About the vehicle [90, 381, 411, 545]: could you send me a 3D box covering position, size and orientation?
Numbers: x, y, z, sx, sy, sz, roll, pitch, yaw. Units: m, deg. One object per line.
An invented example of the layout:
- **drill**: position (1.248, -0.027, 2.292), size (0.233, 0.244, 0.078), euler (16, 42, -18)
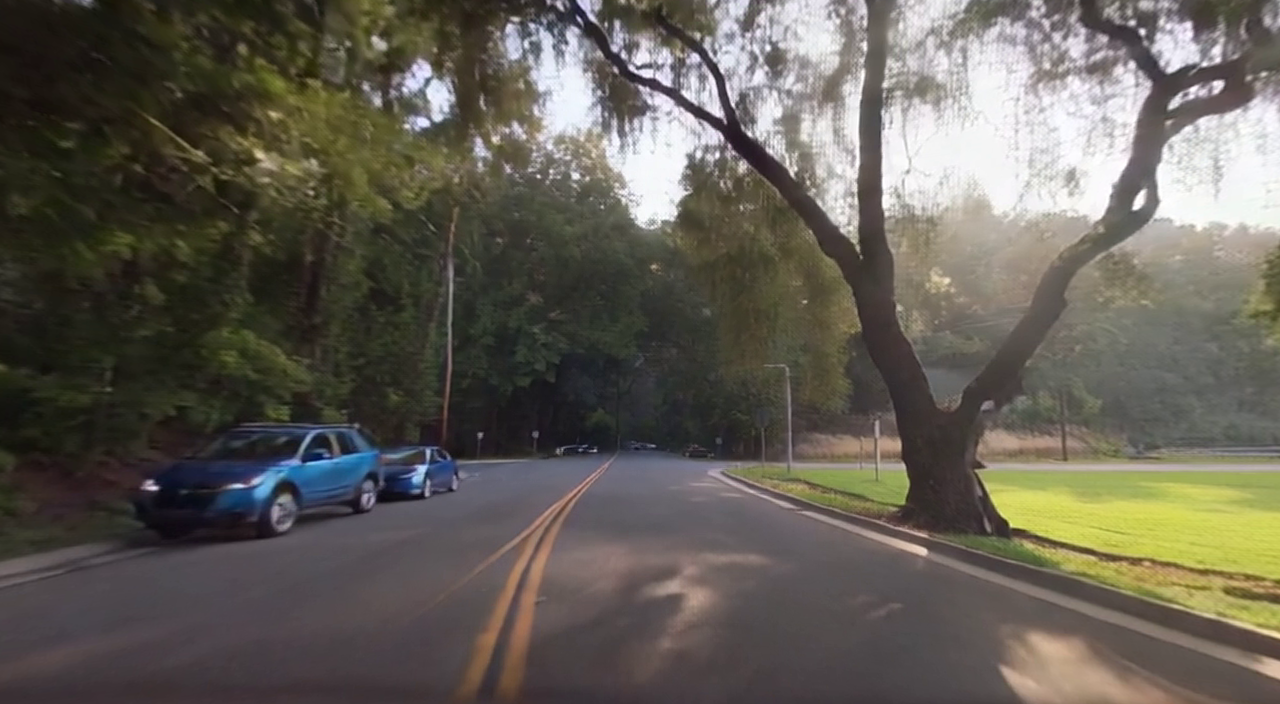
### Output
- **vehicle**: position (-6.639, 2.176, 11.982), size (2.583, 2.167, 5.667), euler (-4, -12, -1)
